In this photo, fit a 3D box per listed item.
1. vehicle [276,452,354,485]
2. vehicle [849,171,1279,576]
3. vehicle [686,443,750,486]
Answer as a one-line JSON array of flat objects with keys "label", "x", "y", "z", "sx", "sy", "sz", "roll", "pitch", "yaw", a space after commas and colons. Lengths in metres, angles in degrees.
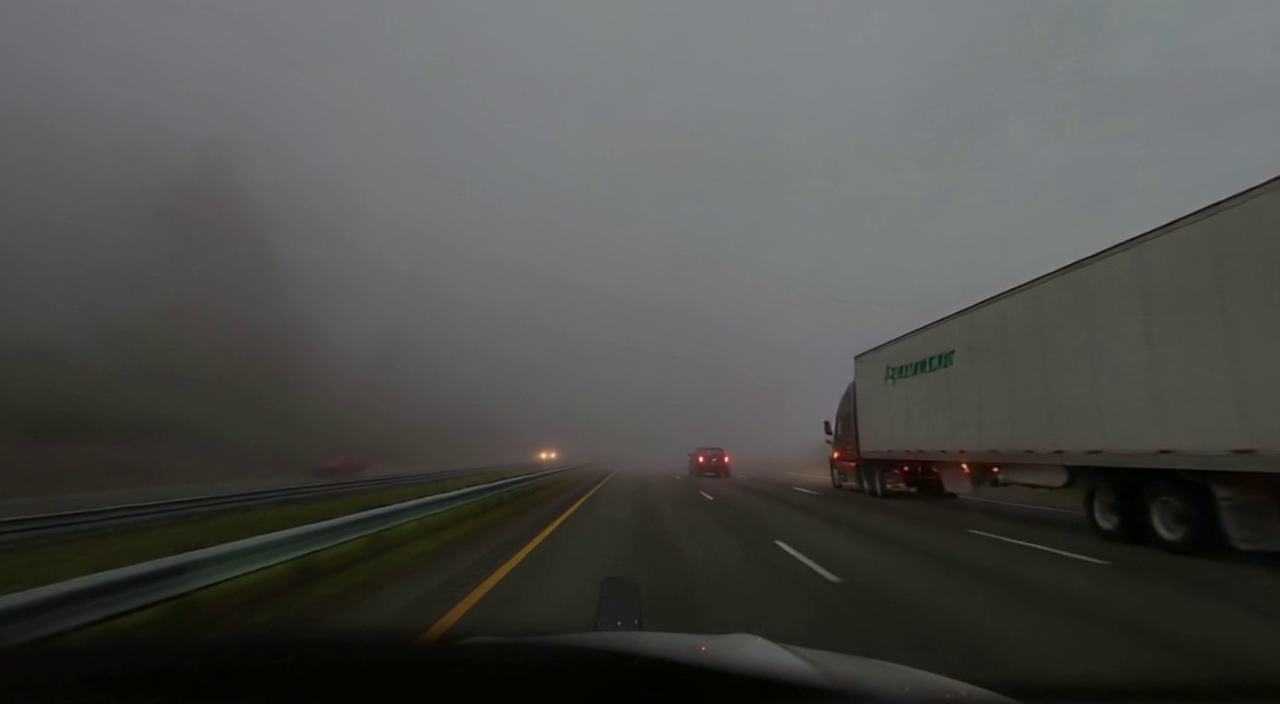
[{"label": "vehicle", "x": -15.430, "y": 5.536, "z": 30.060, "sx": 1.795, "sy": 1.421, "sz": 3.668, "roll": 0, "pitch": -9, "yaw": 0}, {"label": "vehicle", "x": 7.875, "y": 1.078, "z": 11.951, "sx": 2.907, "sy": 4.042, "sz": 13.858, "roll": 0, "pitch": -9, "yaw": -1}, {"label": "vehicle", "x": 3.042, "y": 4.495, "z": 25.325, "sx": 2.024, "sy": 1.579, "sz": 3.707, "roll": 0, "pitch": -9, "yaw": -1}]
